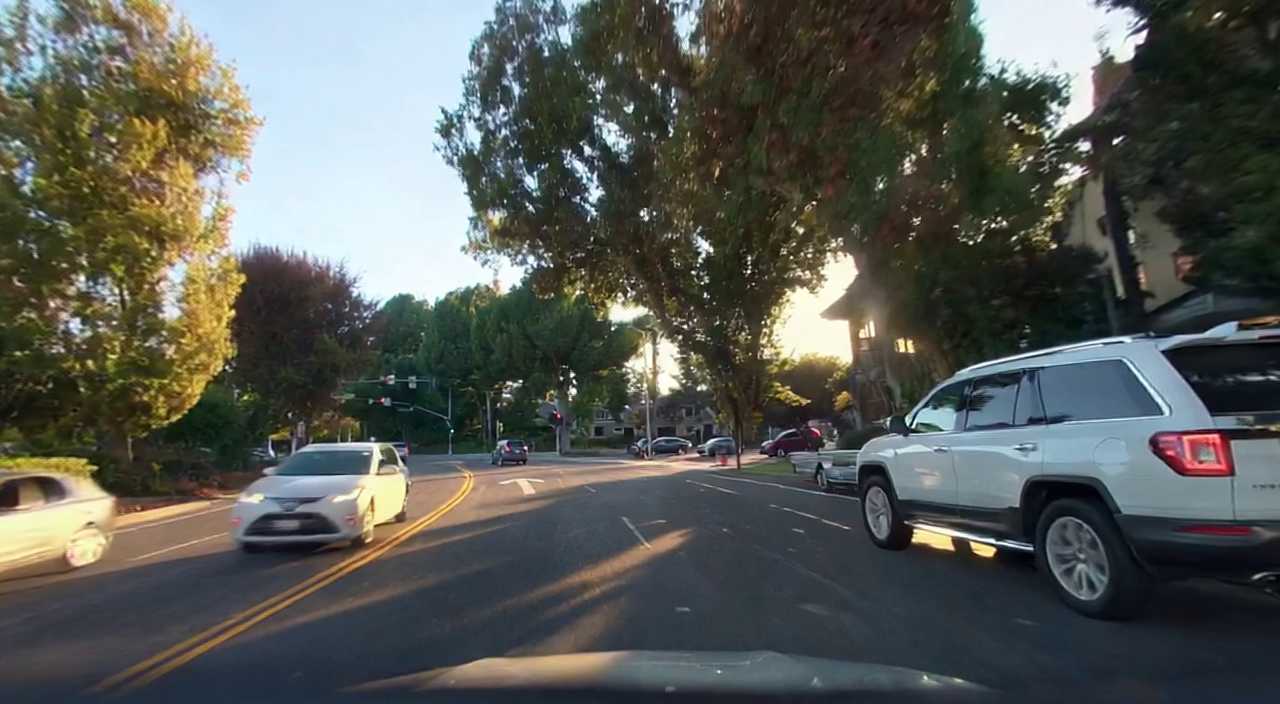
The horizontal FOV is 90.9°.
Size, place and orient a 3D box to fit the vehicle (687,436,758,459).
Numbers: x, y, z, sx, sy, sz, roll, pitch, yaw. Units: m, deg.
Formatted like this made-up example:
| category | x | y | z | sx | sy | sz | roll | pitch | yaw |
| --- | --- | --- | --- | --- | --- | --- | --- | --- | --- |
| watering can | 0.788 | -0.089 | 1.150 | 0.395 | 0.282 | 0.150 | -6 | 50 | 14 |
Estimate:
| category | x | y | z | sx | sy | sz | roll | pitch | yaw |
| --- | --- | --- | --- | --- | --- | --- | --- | --- | --- |
| vehicle | 5.699 | 6.613 | 43.695 | 4.426 | 1.461 | 1.996 | 3 | -9 | -24 |

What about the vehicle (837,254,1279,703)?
| category | x | y | z | sx | sy | sz | roll | pitch | yaw |
| --- | --- | --- | --- | --- | --- | --- | --- | --- | --- |
| vehicle | 3.810 | 0.991 | 5.429 | 2.338 | 2.063 | 5.592 | 0 | -8 | -1 |

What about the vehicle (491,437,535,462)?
| category | x | y | z | sx | sy | sz | roll | pitch | yaw |
| --- | --- | --- | --- | --- | --- | --- | --- | --- | --- |
| vehicle | -9.405 | 7.141 | 46.425 | 2.138 | 1.729 | 4.178 | 4 | -10 | -27 |

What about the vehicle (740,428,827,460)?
| category | x | y | z | sx | sy | sz | roll | pitch | yaw |
| --- | --- | --- | --- | --- | --- | --- | --- | --- | --- |
| vehicle | 8.615 | 5.576 | 38.026 | 4.656 | 1.710 | 1.950 | 0 | -9 | -16 |

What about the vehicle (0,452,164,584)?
| category | x | y | z | sx | sy | sz | roll | pitch | yaw |
| --- | --- | --- | --- | --- | --- | --- | --- | --- | --- |
| vehicle | -8.440 | 2.012 | 7.744 | 1.984 | 1.472 | 4.600 | 1 | -9 | -7 |

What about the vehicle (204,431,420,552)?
| category | x | y | z | sx | sy | sz | roll | pitch | yaw |
| --- | --- | --- | --- | --- | --- | --- | --- | --- | --- |
| vehicle | -5.131 | 2.183 | 10.578 | 1.950 | 1.588 | 3.929 | 1 | -9 | -8 |
